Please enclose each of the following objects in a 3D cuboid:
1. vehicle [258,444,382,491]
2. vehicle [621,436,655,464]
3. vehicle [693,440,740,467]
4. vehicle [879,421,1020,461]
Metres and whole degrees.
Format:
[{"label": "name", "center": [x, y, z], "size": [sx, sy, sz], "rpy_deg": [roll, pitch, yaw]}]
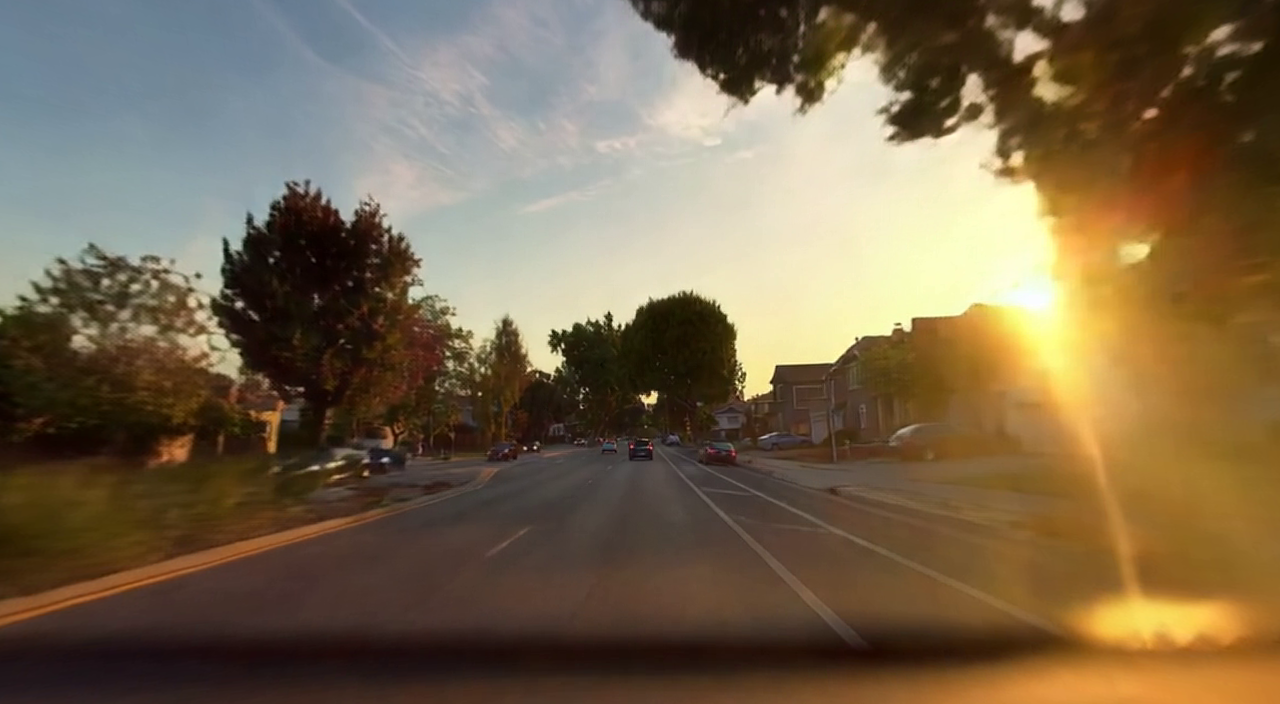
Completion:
[{"label": "vehicle", "center": [-11.460, 4.125, 23.056], "size": [2.003, 1.457, 4.762], "rpy_deg": [-2, -8, 1]}, {"label": "vehicle", "center": [-0.123, 6.242, 40.262], "size": [2.024, 1.655, 4.301], "rpy_deg": [0, -8, 0]}, {"label": "vehicle", "center": [4.375, 5.879, 36.733], "size": [2.080, 1.469, 4.898], "rpy_deg": [0, -8, -1]}, {"label": "vehicle", "center": [12.661, 3.678, 26.041], "size": [4.720, 1.535, 2.079], "rpy_deg": [0, -9, 3]}]
